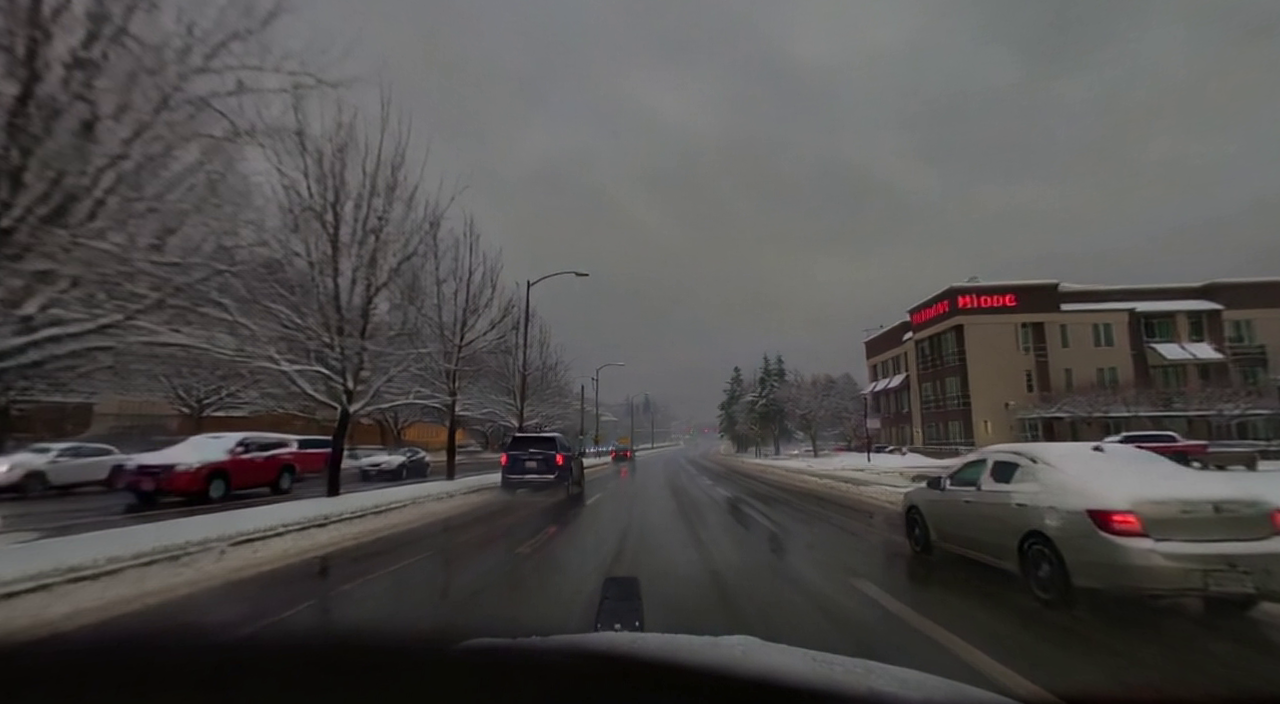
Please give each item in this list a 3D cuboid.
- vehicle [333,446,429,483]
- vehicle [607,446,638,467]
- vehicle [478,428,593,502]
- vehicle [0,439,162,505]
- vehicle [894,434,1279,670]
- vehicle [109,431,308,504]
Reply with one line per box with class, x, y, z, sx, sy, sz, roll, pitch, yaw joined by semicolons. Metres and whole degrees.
vehicle;-11.109;4.832;27.567;1.960;1.451;4.870;0;-9;2
vehicle;-1.317;8.015;48.596;1.976;1.571;4.649;-1;-9;3
vehicle;-2.821;3.233;18.437;2.305;1.833;4.912;-1;-9;3
vehicle;-15.301;3.117;16.825;1.871;1.515;4.229;0;-9;-1
vehicle;4.398;1.595;6.232;1.960;1.471;4.378;0;-9;0
vehicle;-11.535;3.114;17.428;2.016;1.710;4.734;0;-9;2
